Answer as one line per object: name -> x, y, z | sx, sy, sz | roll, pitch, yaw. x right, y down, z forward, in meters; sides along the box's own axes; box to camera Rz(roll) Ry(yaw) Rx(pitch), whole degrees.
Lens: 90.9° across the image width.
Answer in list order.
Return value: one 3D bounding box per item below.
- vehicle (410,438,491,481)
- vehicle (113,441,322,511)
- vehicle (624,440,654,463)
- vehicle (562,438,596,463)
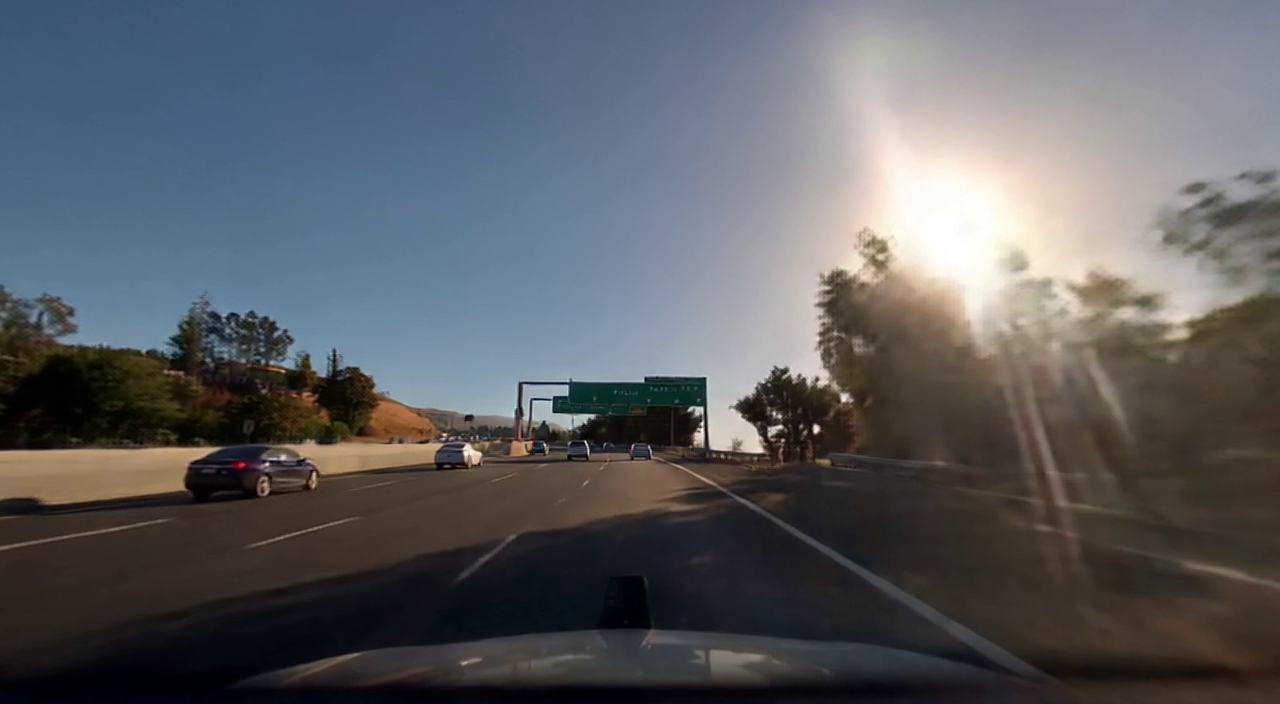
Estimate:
vehicle -> -7.642, 4.365, 25.895 | 2.086, 1.628, 4.039 | 0, -8, 0
vehicle -> -10.286, 3.015, 16.001 | 1.935, 1.474, 5.033 | 0, -8, -2
vehicle -> -0.093, 6.548, 41.623 | 1.881, 1.460, 3.694 | 0, -8, -2
vehicle -> -4.150, 6.779, 43.585 | 1.991, 1.610, 4.606 | 0, -8, -1
